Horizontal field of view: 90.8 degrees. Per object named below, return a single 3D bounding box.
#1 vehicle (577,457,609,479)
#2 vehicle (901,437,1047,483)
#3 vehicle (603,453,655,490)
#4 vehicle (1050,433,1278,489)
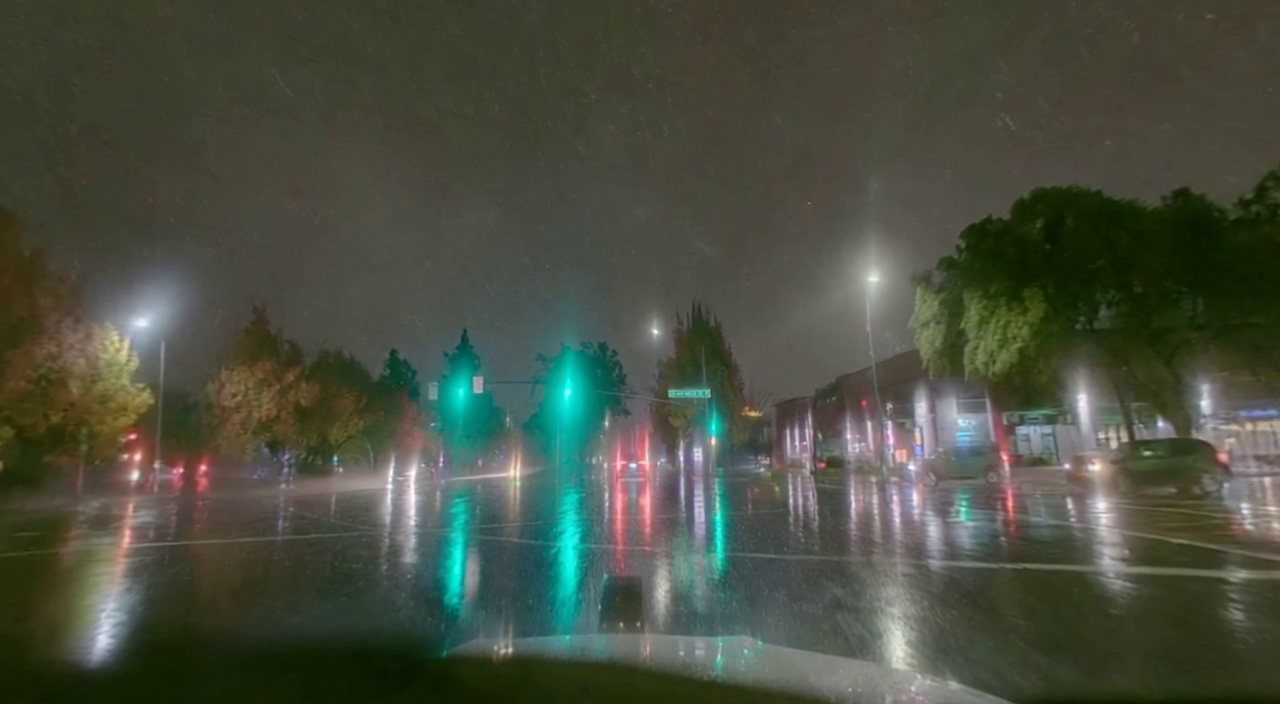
[{"bbox_3d":[-3.461,8.573,46.888,1.967,1.504,4.101,0,-9,1],"label":"vehicle"},{"bbox_3d":[14.410,4.665,27.498,5.174,1.878,2.000,0,-9,-1],"label":"vehicle"},{"bbox_3d":[-0.436,5.237,27.982,2.115,1.461,3.976,0,-8,1],"label":"vehicle"},{"bbox_3d":[14.769,3.079,18.033,4.801,1.473,1.922,0,-9,-1],"label":"vehicle"}]
